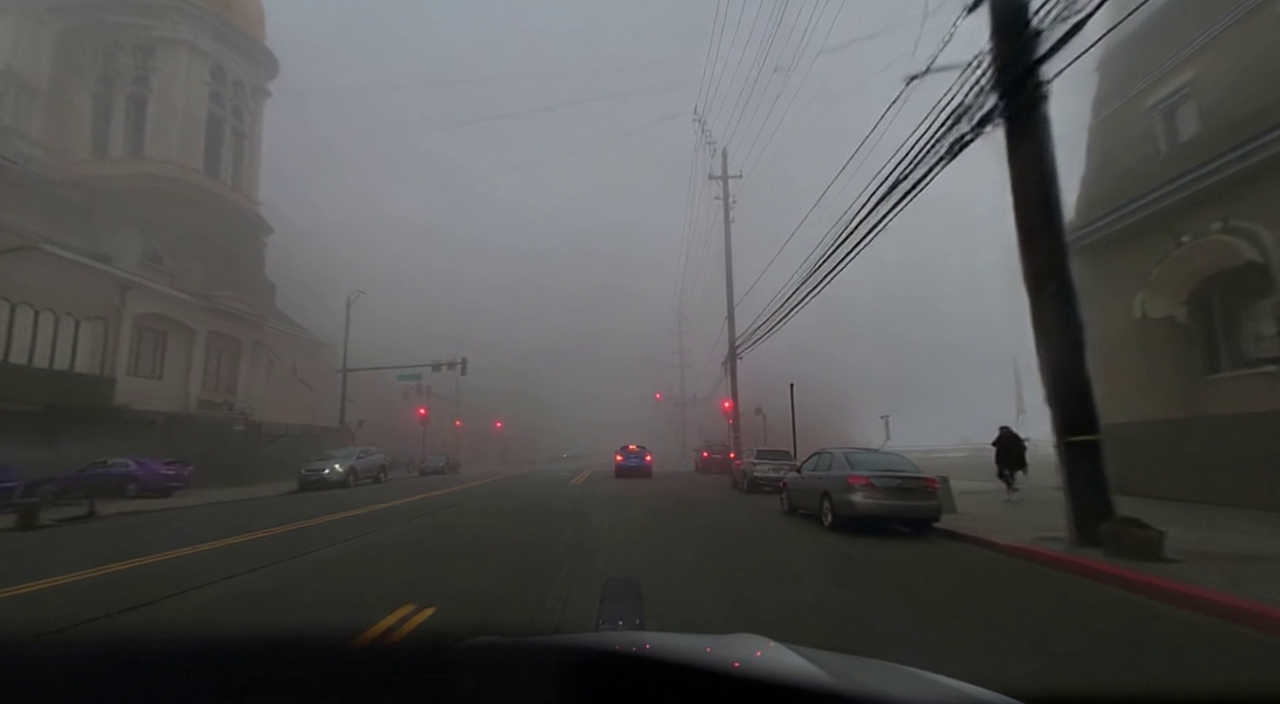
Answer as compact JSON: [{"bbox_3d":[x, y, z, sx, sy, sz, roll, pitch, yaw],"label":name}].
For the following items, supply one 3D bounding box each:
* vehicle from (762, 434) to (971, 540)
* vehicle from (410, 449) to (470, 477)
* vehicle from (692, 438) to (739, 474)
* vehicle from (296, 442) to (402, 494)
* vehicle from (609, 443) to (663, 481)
[{"bbox_3d":[3.792,2.328,11.642,1.944,1.530,4.539,1,-8,-3],"label":"vehicle"},{"bbox_3d":[-11.978,6.663,38.166,1.980,1.502,4.655,0,-8,2],"label":"vehicle"},{"bbox_3d":[3.905,5.459,33.401,2.015,1.780,4.261,0,-8,1],"label":"vehicle"},{"bbox_3d":[-12.191,4.850,26.910,2.071,1.814,5.185,-5,-8,0],"label":"vehicle"},{"bbox_3d":[-0.186,4.485,26.100,2.049,1.453,4.299,0,-8,-1],"label":"vehicle"}]
